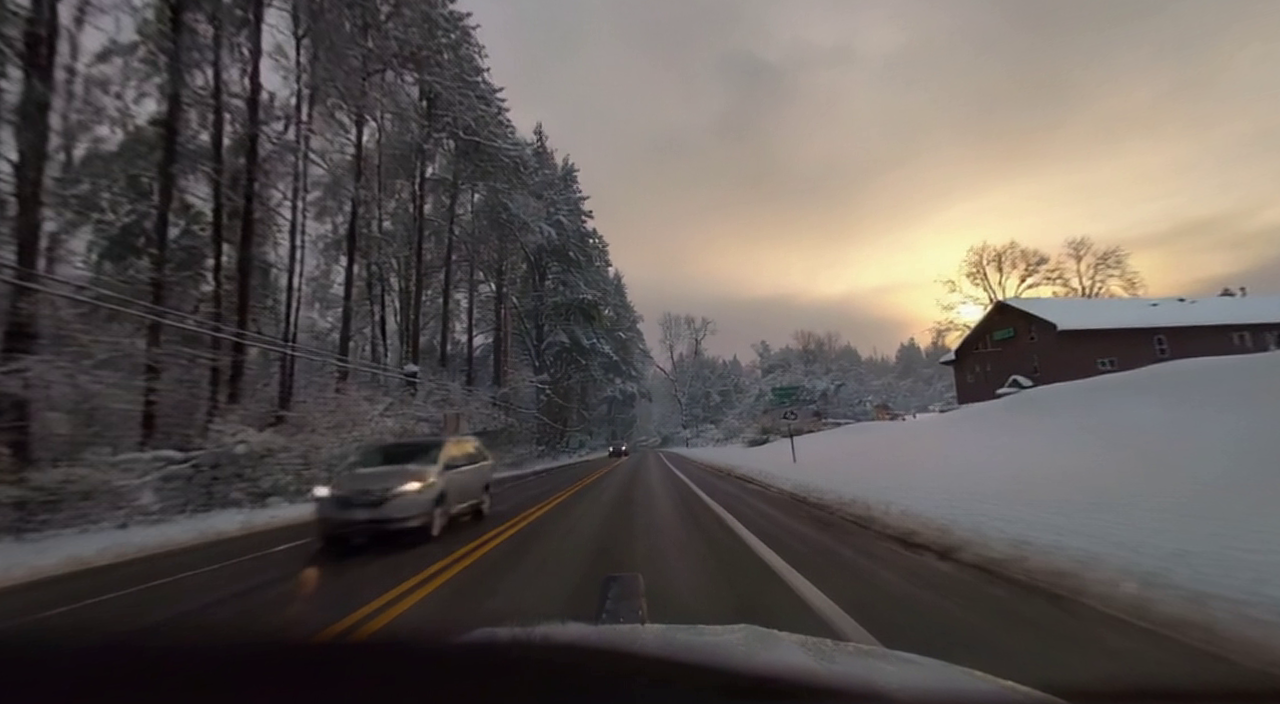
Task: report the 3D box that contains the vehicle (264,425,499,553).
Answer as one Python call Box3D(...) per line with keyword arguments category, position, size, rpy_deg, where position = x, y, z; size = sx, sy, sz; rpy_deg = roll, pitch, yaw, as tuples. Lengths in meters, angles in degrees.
Box3D(category="vehicle", position=(-4.190, 2.281, 11.357), size=(2.124, 1.754, 4.791), rpy_deg=(-1, -8, 1))
